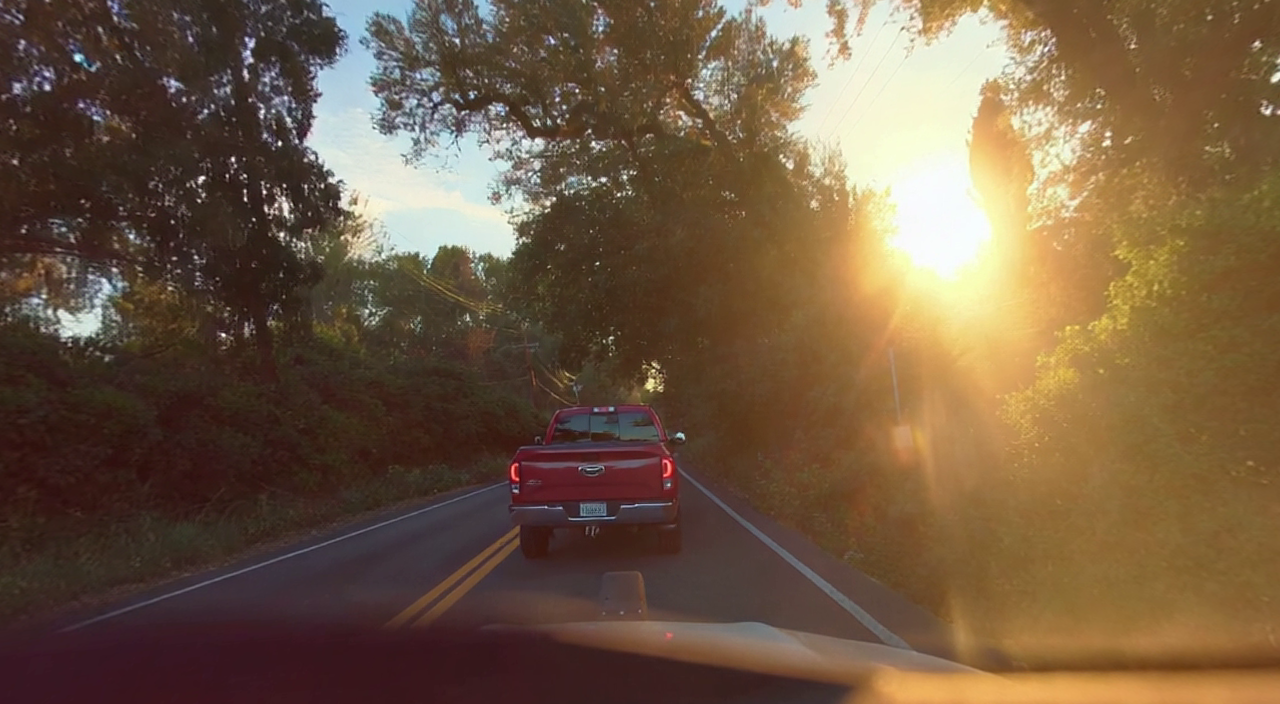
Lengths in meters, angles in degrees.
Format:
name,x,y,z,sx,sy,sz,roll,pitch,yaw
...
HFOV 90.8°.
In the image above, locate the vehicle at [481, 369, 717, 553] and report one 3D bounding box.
name,x,y,z,sx,sy,sz,roll,pitch,yaw
vehicle,-0.526,1.749,10.688,2.837,2.223,5.885,0,-8,-1
